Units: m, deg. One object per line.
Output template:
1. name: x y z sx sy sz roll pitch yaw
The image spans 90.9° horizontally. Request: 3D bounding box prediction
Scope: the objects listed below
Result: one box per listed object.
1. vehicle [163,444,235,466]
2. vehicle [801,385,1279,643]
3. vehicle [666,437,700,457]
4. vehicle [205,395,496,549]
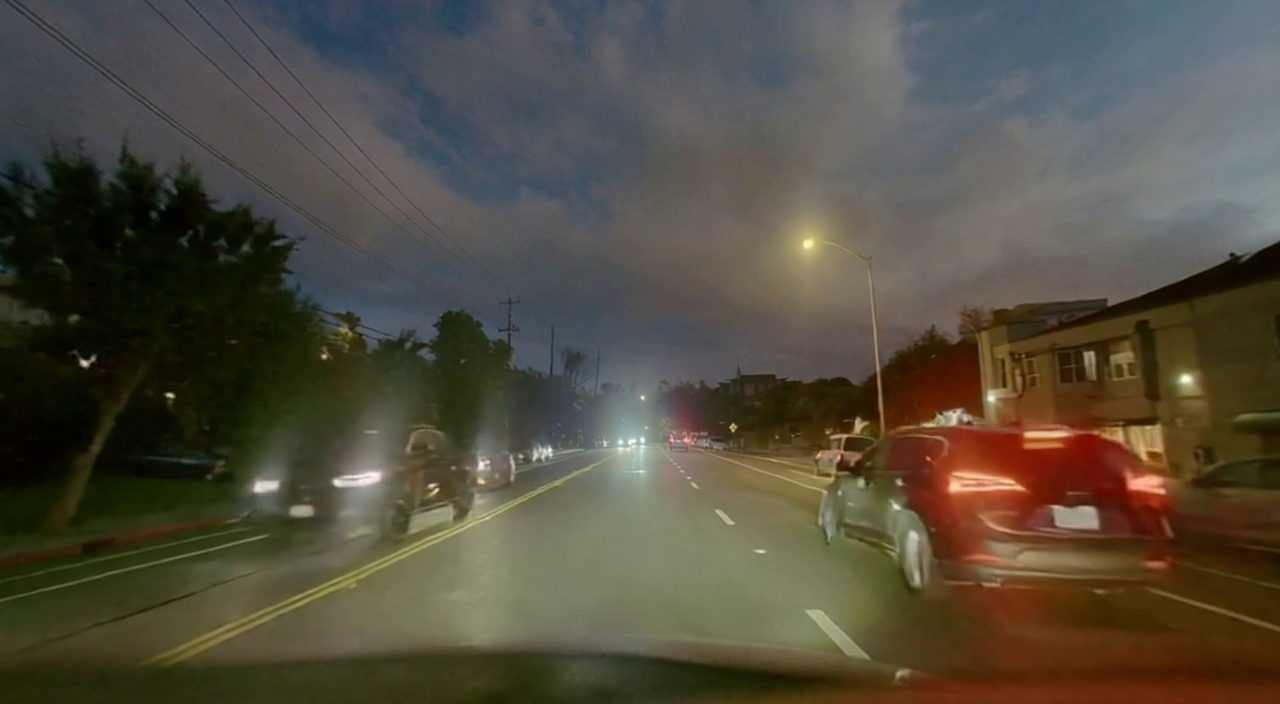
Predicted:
1. vehicle: -31.719 7.422 45.513 1.746 1.479 4.603 0 -9 2
2. vehicle: 3.300 1.411 6.566 2.004 1.704 4.573 0 -8 0
3. vehicle: 3.204 7.229 48.038 2.059 1.489 4.629 0 -8 -2
4. vehicle: -4.628 2.060 11.560 2.435 2.069 5.772 -1 -8 2
